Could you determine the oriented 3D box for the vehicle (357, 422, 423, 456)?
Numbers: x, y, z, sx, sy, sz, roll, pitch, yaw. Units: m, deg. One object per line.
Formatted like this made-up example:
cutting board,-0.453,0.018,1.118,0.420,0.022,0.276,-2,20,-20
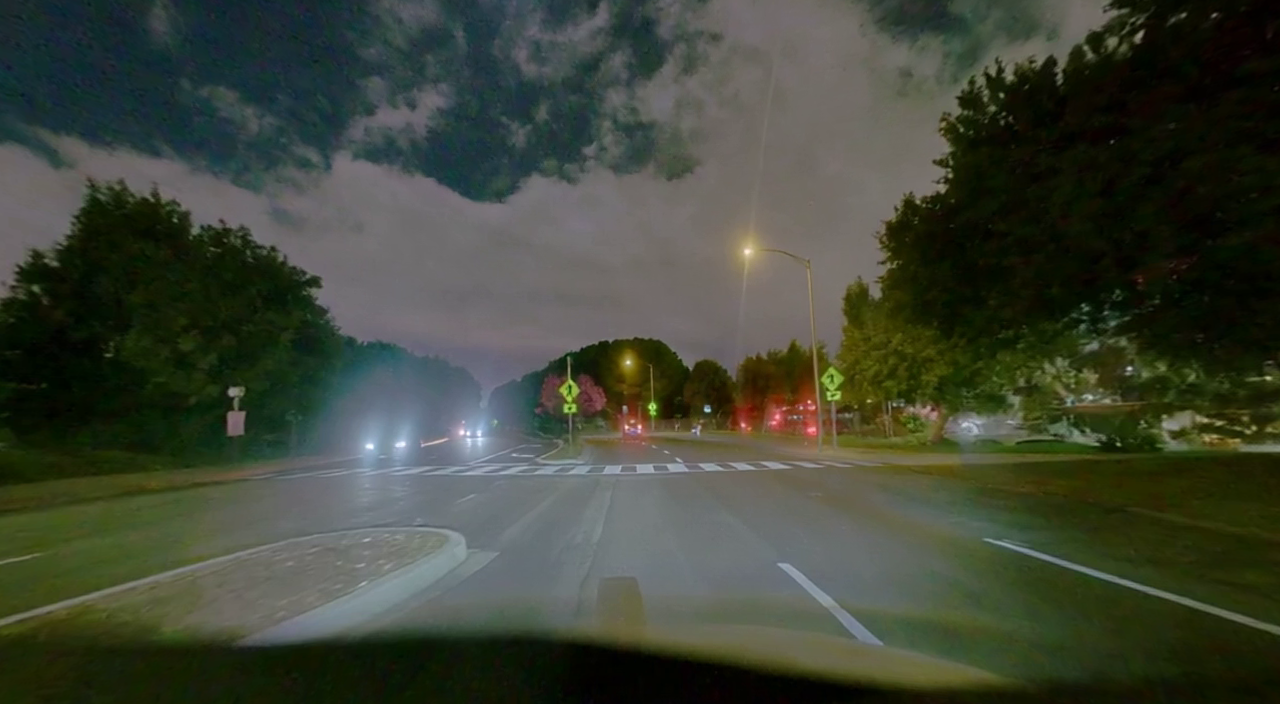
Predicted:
vehicle,-14.991,5.275,37.962,2.182,1.933,4.940,0,-8,-3
